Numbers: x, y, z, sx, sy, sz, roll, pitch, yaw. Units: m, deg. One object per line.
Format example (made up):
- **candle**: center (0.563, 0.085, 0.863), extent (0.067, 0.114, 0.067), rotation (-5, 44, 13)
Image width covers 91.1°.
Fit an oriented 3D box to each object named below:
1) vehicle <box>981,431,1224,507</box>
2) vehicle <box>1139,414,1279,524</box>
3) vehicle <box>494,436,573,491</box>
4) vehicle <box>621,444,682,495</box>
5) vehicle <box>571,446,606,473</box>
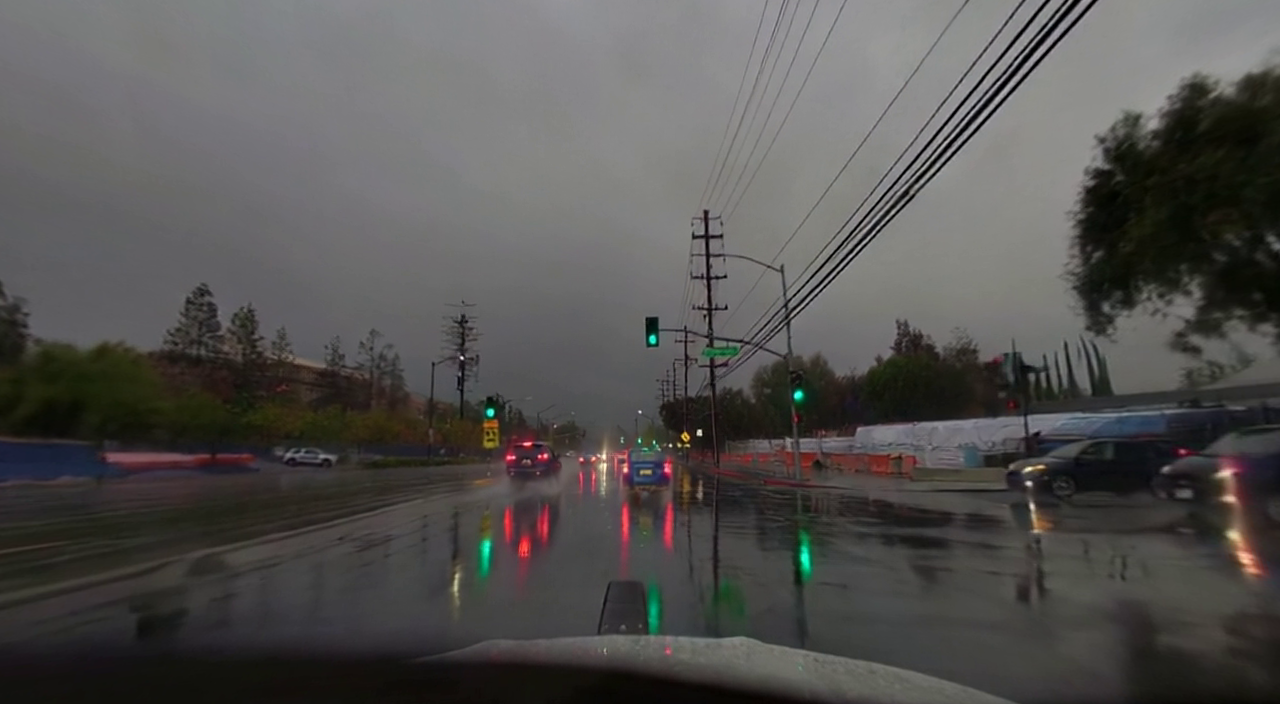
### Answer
- **vehicle**: center (12.113, 3.091, 16.820), extent (4.551, 1.759, 2.320), rotation (-2, -8, 5)
- **vehicle**: center (13.656, 2.382, 13.122), extent (4.623, 2.090, 2.017), rotation (0, -8, -1)
- **vehicle**: center (-3.767, 4.008, 23.038), extent (2.078, 1.804, 4.387), rotation (0, -8, 1)
- **vehicle**: center (0.379, 4.279, 23.389), extent (2.059, 1.691, 3.980), rotation (0, -8, 0)
- **vehicle**: center (-3.467, 7.350, 43.342), extent (1.910, 1.713, 4.786), rotation (0, -8, 1)
